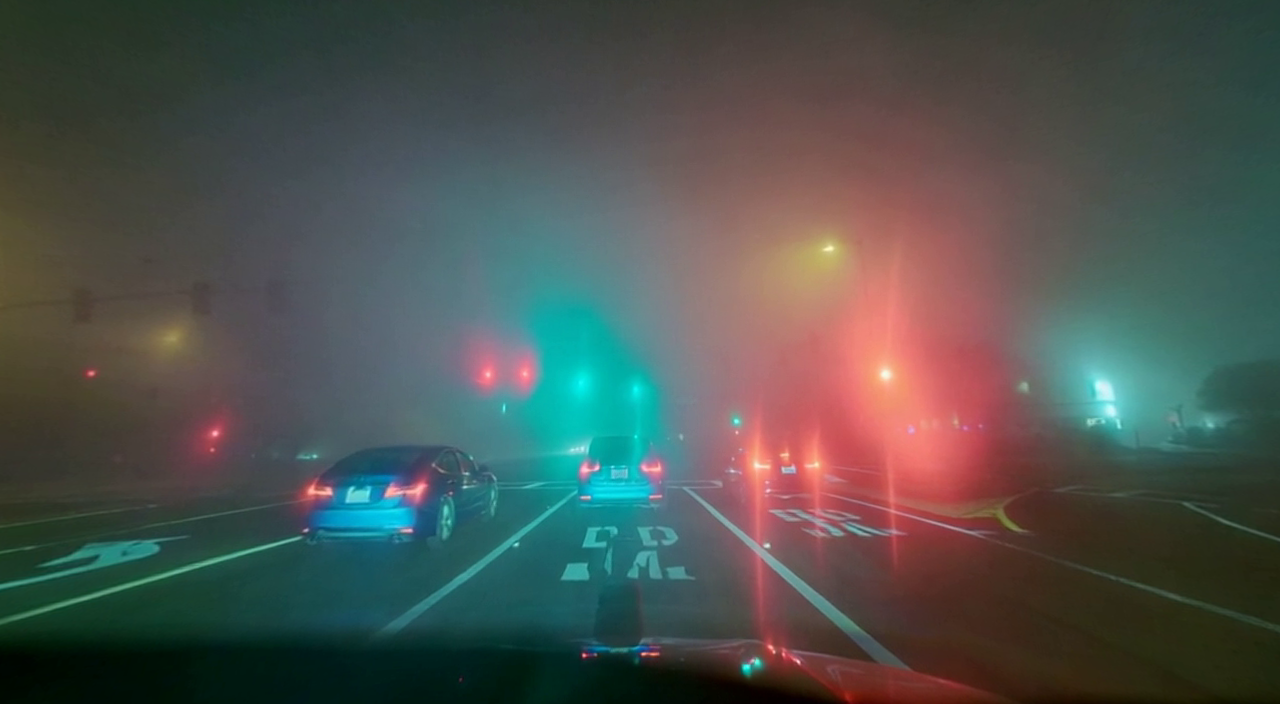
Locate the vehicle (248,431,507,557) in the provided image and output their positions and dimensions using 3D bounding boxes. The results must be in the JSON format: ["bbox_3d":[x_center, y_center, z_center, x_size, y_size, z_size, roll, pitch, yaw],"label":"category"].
[{"bbox_3d":[-3.581,2.018,9.763,2.052,1.472,4.479,0,-8,0],"label":"vehicle"}]

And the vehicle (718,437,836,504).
[{"bbox_3d":[3.280,2.928,16.123,1.970,1.449,4.433,0,-8,-1],"label":"vehicle"}]

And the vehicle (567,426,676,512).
[{"bbox_3d":[-0.351,2.490,13.840,2.038,1.599,3.844,0,-8,0],"label":"vehicle"}]
